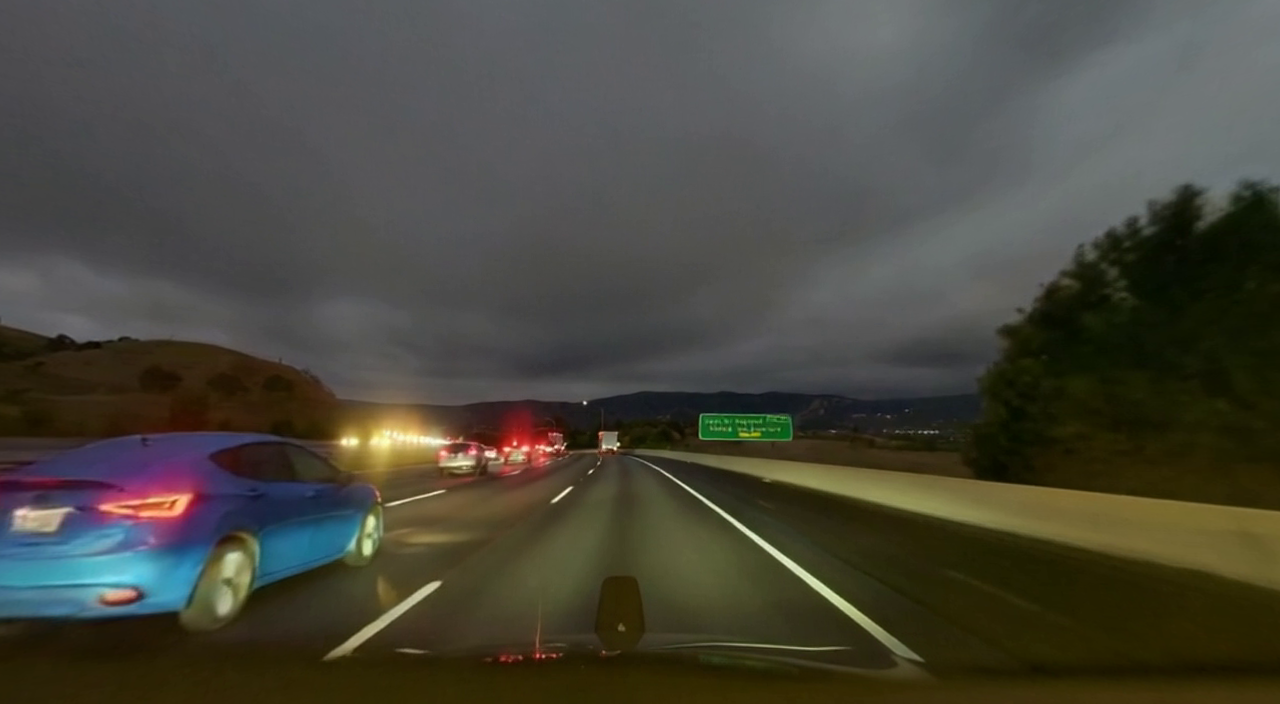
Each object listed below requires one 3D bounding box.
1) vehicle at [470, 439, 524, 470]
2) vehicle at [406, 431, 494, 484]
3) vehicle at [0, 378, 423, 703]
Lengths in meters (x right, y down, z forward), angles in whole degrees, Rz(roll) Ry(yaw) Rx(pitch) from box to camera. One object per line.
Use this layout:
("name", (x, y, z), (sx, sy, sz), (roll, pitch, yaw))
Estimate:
("vehicle", (-8.048, 5.807, 35.898), (2.099, 1.644, 4.638), (1, -9, -1))
("vehicle", (-6.823, 3.841, 23.100), (2.081, 1.740, 4.268), (1, -9, -3))
("vehicle", (-3.857, 1.321, 5.619), (2.180, 1.685, 4.668), (0, -9, 0))
